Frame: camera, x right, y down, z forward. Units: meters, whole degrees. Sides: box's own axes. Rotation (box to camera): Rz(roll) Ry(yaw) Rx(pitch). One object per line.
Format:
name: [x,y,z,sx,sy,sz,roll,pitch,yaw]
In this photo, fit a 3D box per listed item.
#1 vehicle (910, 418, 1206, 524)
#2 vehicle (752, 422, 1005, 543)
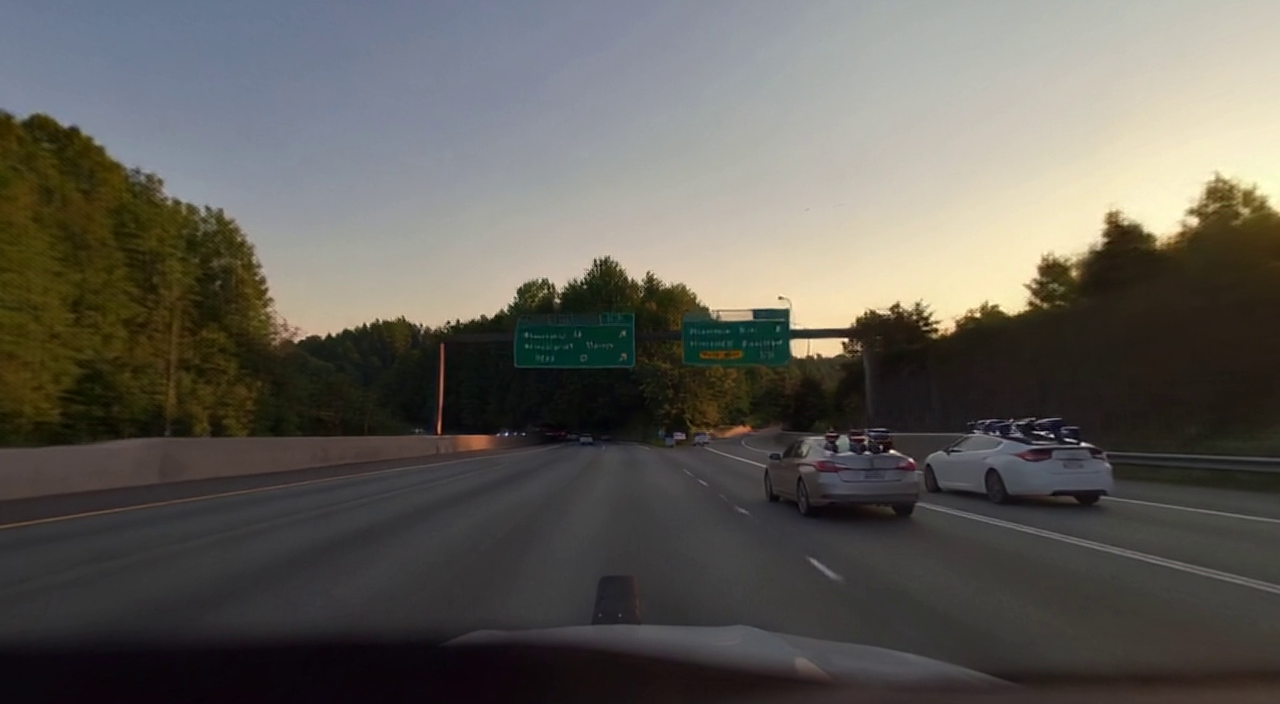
vehicle: [7.046,2.023,11.482,2.034,1.511,4.785,0,-8,-2]
vehicle: [3.310,1.885,9.972,2.094,1.441,4.568,0,-8,-2]
